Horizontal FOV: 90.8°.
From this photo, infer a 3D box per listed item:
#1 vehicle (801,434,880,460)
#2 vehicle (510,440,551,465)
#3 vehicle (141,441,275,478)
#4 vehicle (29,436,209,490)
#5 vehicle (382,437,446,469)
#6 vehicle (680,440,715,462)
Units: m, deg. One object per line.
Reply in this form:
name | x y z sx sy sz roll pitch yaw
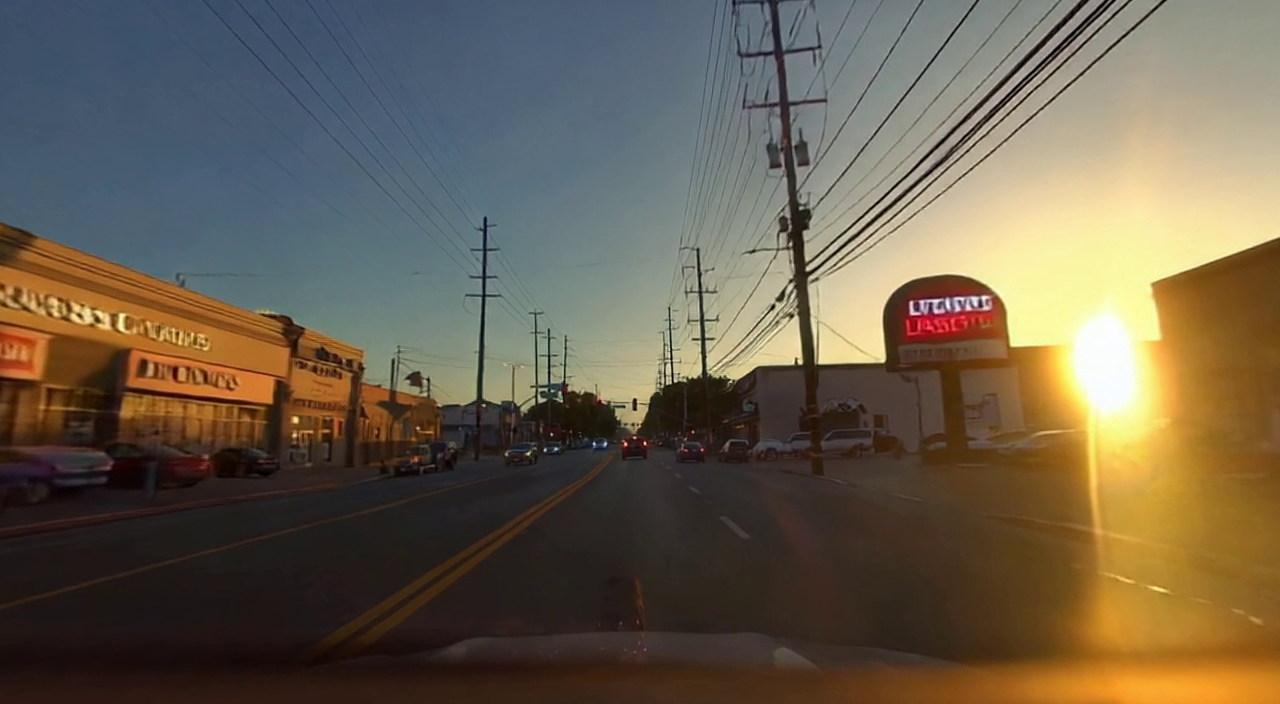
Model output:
vehicle | 15.168 7.180 47.974 5.307 1.877 2.052 0 -8 -1
vehicle | -7.412 6.843 43.117 1.952 1.536 4.623 0 -9 0
vehicle | -19.392 4.831 28.480 4.667 1.539 1.976 -1 -9 4
vehicle | -18.370 3.921 22.476 4.455 1.772 2.048 0 -9 -3
vehicle | -13.814 6.195 38.954 2.044 1.830 4.800 -1 -9 2
vehicle | 4.009 6.945 44.469 1.926 1.482 4.442 0 -8 -1
